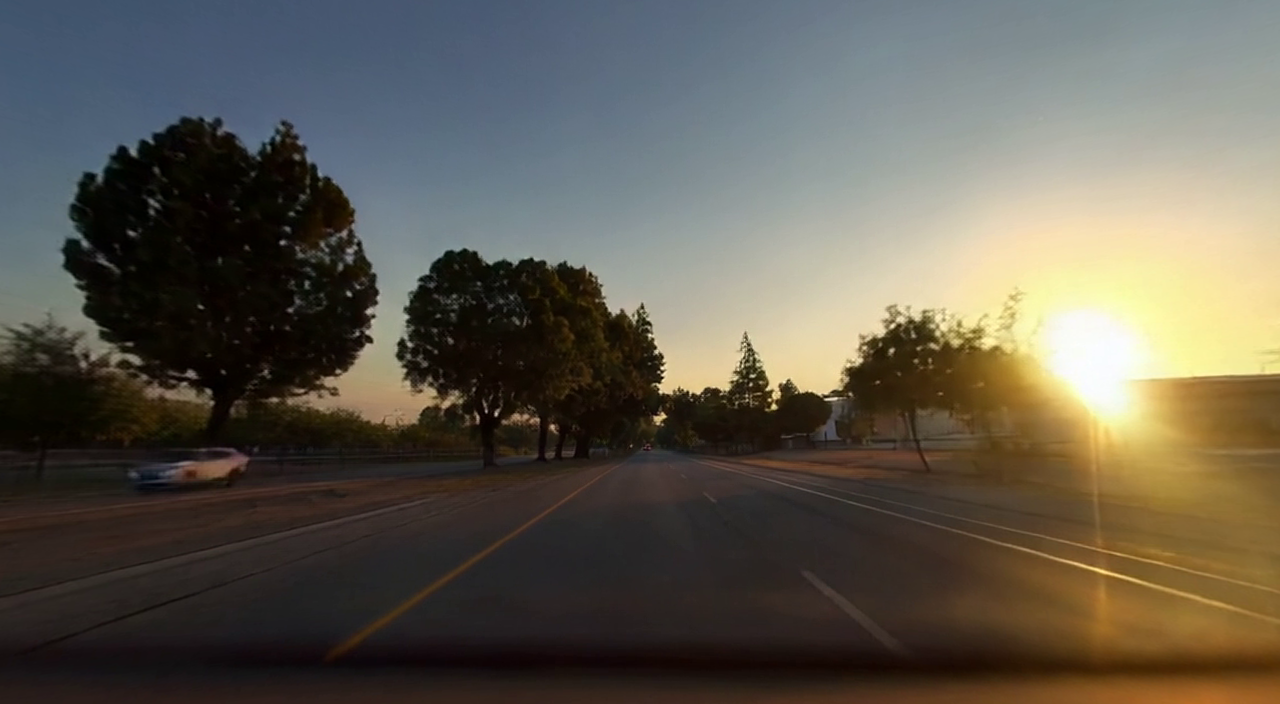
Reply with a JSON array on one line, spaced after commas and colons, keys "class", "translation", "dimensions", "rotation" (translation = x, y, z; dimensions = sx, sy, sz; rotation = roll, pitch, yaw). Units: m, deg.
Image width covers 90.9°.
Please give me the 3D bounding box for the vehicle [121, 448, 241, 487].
[{"class": "vehicle", "translation": [-21.246, 5.340, 29.479], "dimensions": [1.991, 1.618, 4.648], "rotation": [-1, -8, 1]}]
